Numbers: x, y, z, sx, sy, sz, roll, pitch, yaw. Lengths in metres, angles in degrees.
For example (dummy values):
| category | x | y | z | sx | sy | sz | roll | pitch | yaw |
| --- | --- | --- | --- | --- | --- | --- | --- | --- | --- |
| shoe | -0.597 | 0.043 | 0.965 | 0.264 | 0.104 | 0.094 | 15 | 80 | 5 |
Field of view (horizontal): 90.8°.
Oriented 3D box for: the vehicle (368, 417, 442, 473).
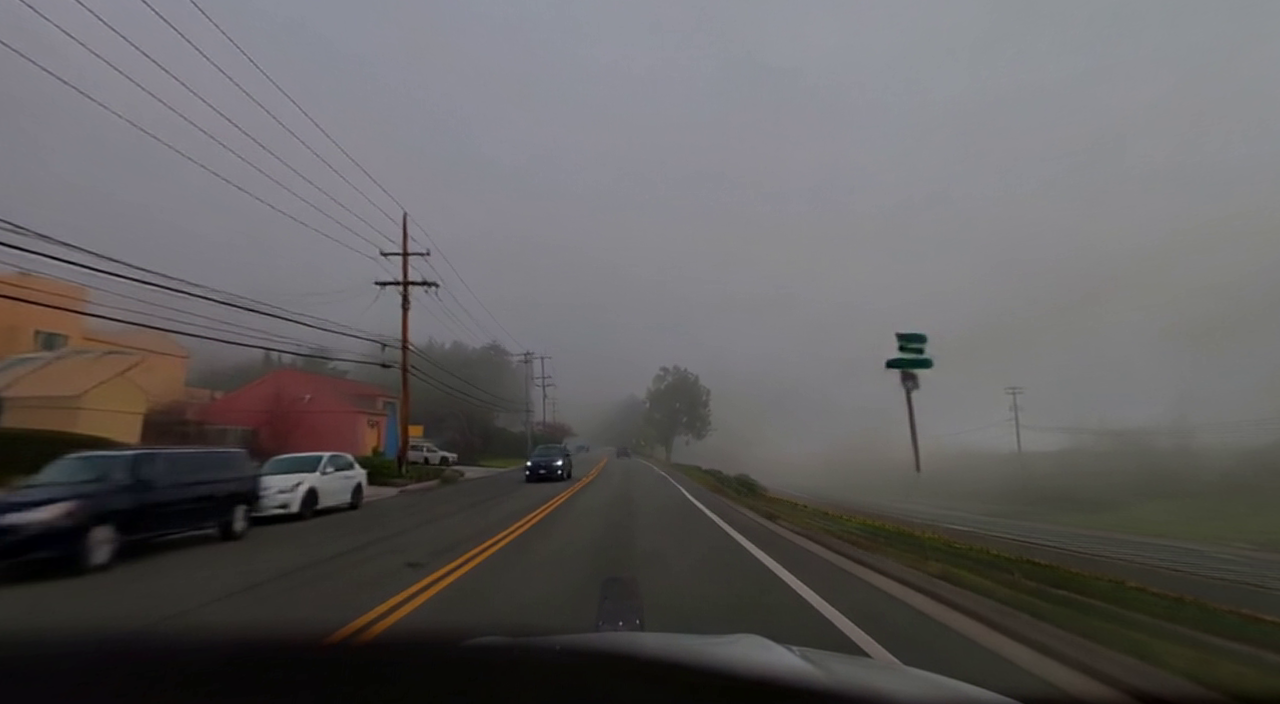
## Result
| category | x | y | z | sx | sy | sz | roll | pitch | yaw |
| --- | --- | --- | --- | --- | --- | --- | --- | --- | --- |
| vehicle | -11.978 | 4.830 | 32.741 | 2.451 | 2.641 | 5.869 | 2 | -9 | -10 |

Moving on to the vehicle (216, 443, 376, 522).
| category | x | y | z | sx | sy | sz | roll | pitch | yaw |
| --- | --- | --- | --- | --- | --- | --- | --- | --- | --- |
| vehicle | -7.570 | 2.880 | 14.310 | 1.744 | 1.538 | 3.331 | 1 | -10 | -2 |

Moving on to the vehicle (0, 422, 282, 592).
| category | x | y | z | sx | sy | sz | roll | pitch | yaw |
| --- | --- | --- | --- | --- | --- | --- | --- | --- | --- |
| vehicle | -7.201 | 1.929 | 8.641 | 1.920 | 1.681 | 4.490 | 1 | -10 | 0 |

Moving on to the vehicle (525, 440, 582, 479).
| category | x | y | z | sx | sy | sz | roll | pitch | yaw |
| --- | --- | --- | --- | --- | --- | --- | --- | --- | --- |
| vehicle | -4.022 | 5.078 | 30.103 | 2.103 | 1.690 | 4.508 | 0 | -9 | 0 |
